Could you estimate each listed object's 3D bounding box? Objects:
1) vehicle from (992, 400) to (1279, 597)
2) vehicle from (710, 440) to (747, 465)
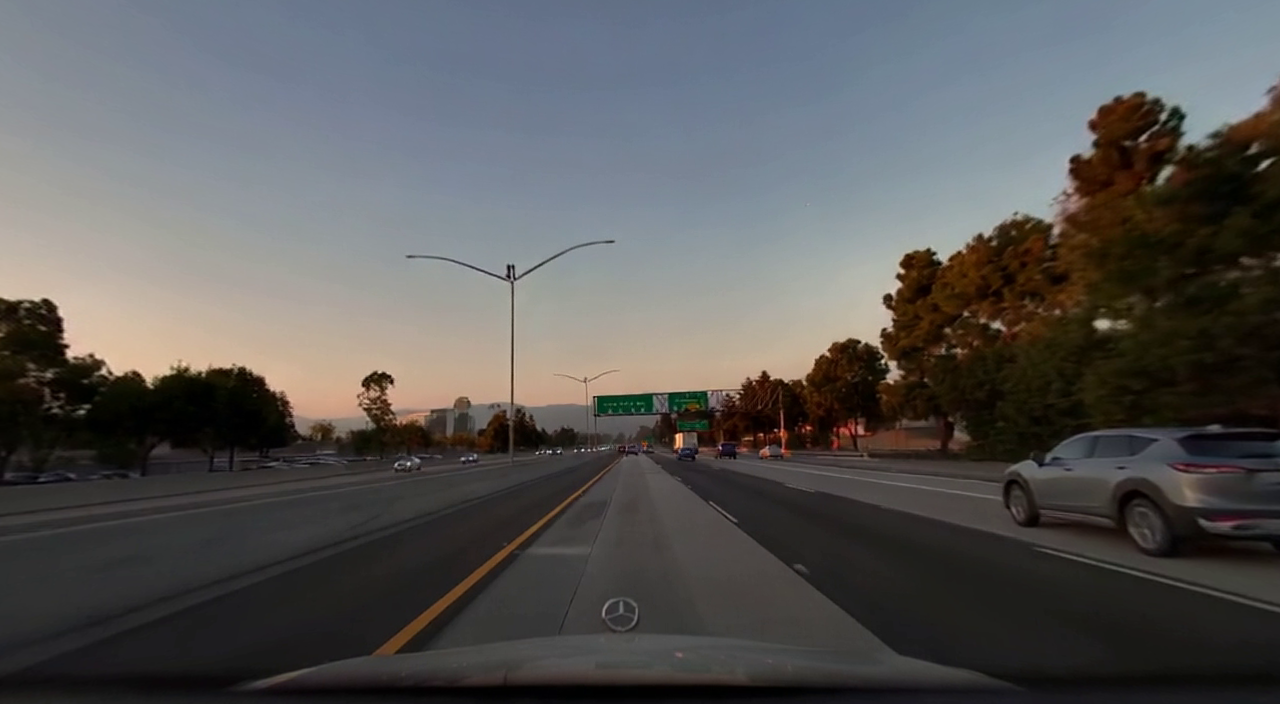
[{"bbox_3d":[6.450,1.513,7.155,2.052,1.660,4.837,0,-9,-1],"label":"vehicle"},{"bbox_3d":[6.411,7.349,46.311,2.030,1.706,4.279,0,-9,-1],"label":"vehicle"}]
